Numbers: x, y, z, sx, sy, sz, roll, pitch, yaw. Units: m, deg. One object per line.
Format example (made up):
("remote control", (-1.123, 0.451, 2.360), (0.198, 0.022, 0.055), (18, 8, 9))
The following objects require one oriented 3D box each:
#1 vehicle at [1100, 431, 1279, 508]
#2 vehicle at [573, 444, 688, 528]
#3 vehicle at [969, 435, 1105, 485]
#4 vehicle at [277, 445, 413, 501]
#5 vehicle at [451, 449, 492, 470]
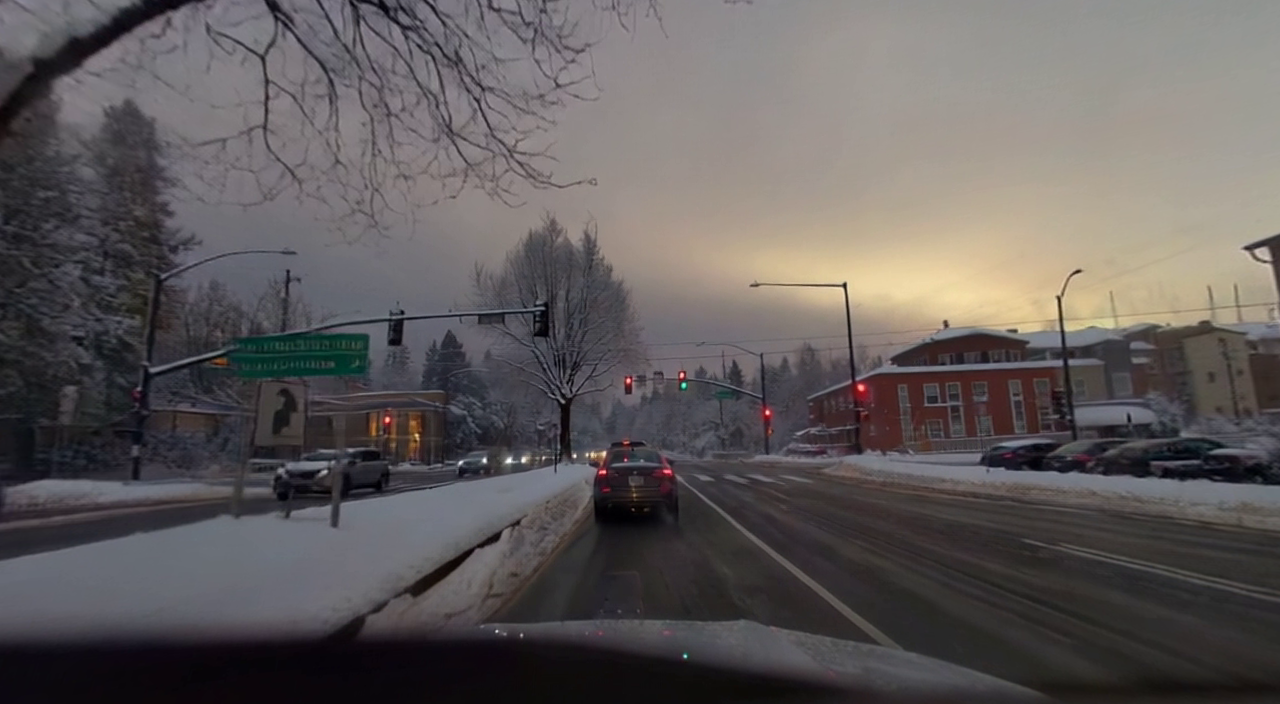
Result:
("vehicle", (13.081, 2.655, 14.595), (1.859, 1.525, 3.948), (0, -9, 1))
("vehicle", (-0.236, 2.651, 13.083), (2.010, 1.447, 4.121), (0, -9, -2))
("vehicle", (13.078, 3.566, 21.069), (1.887, 1.504, 3.898), (0, -9, -2))
("vehicle", (-8.711, 3.588, 19.127), (1.994, 1.474, 4.411), (0, -9, 0))
("vehicle", (-12.386, 7.929, 46.521), (1.904, 1.475, 4.068), (0, -9, 1))
